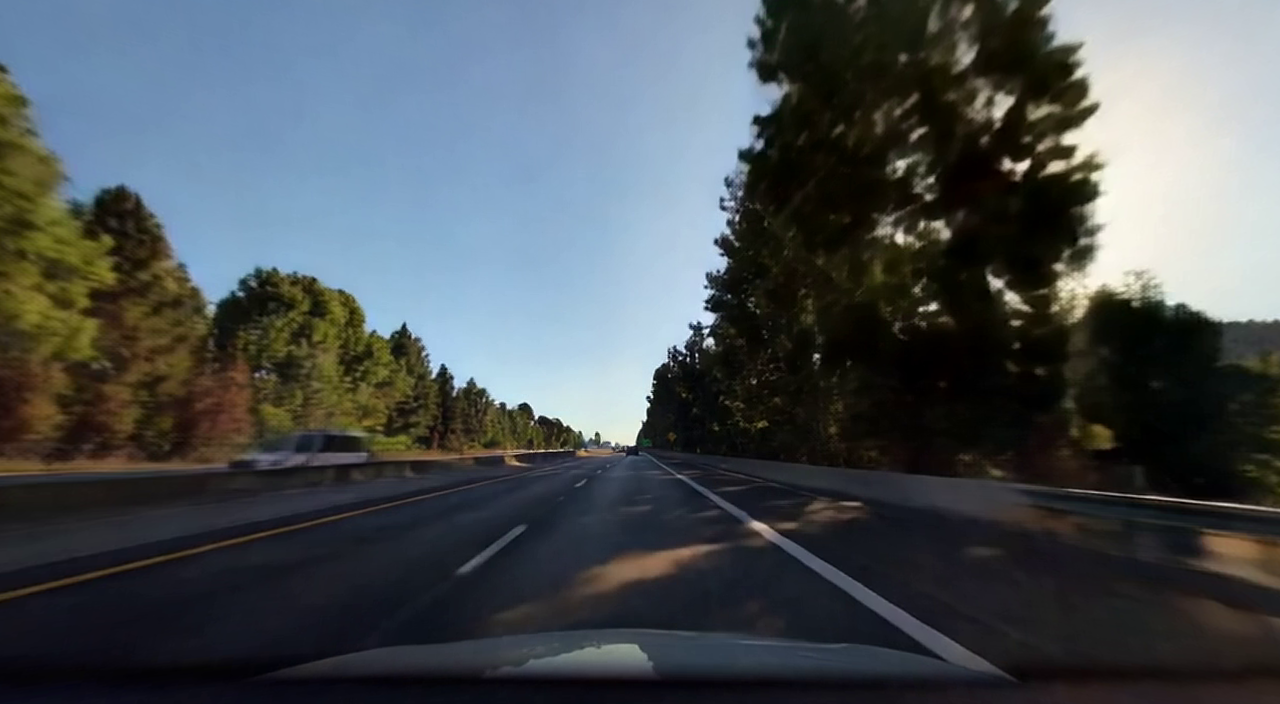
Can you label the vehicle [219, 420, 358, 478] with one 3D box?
[{"bbox_3d":[-12.293,3.472,22.537,2.145,1.847,4.924,0,-9,0],"label":"vehicle"}]
